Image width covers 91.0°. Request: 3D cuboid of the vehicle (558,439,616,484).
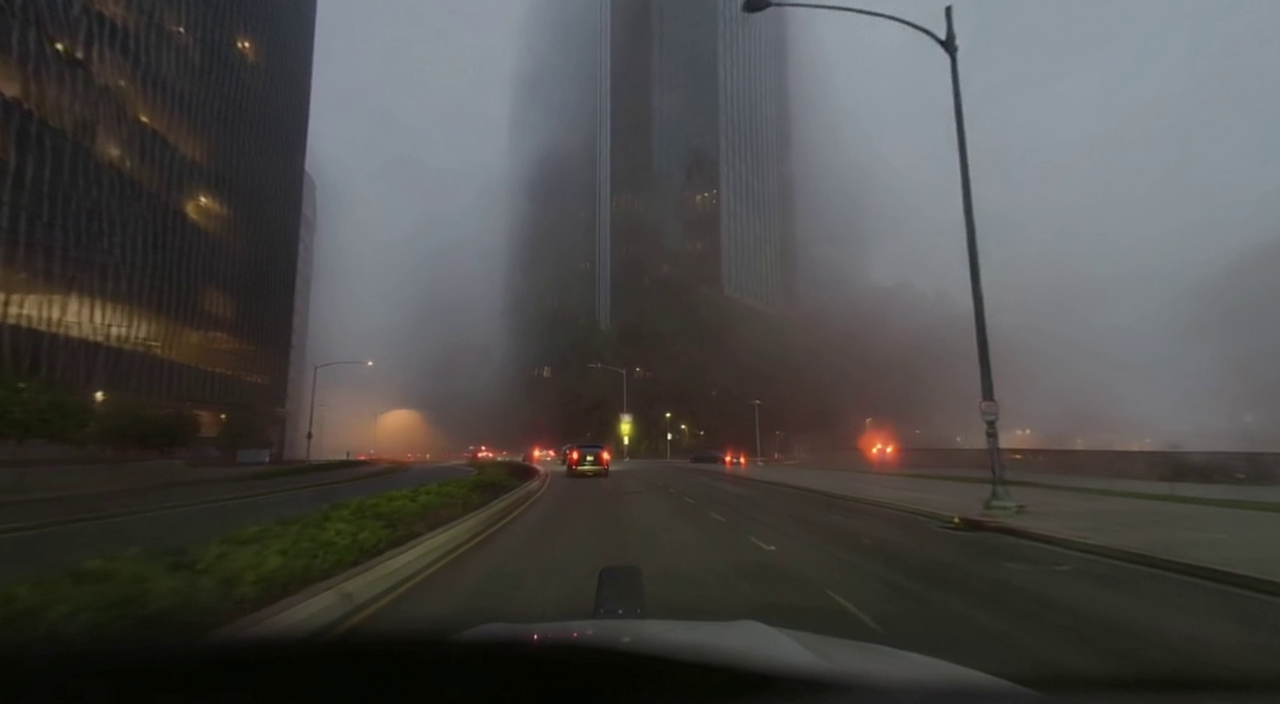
[{"bbox_3d":[-2.179,4.497,26.143,2.183,1.675,4.319,1,-9,-4],"label":"vehicle"}]
